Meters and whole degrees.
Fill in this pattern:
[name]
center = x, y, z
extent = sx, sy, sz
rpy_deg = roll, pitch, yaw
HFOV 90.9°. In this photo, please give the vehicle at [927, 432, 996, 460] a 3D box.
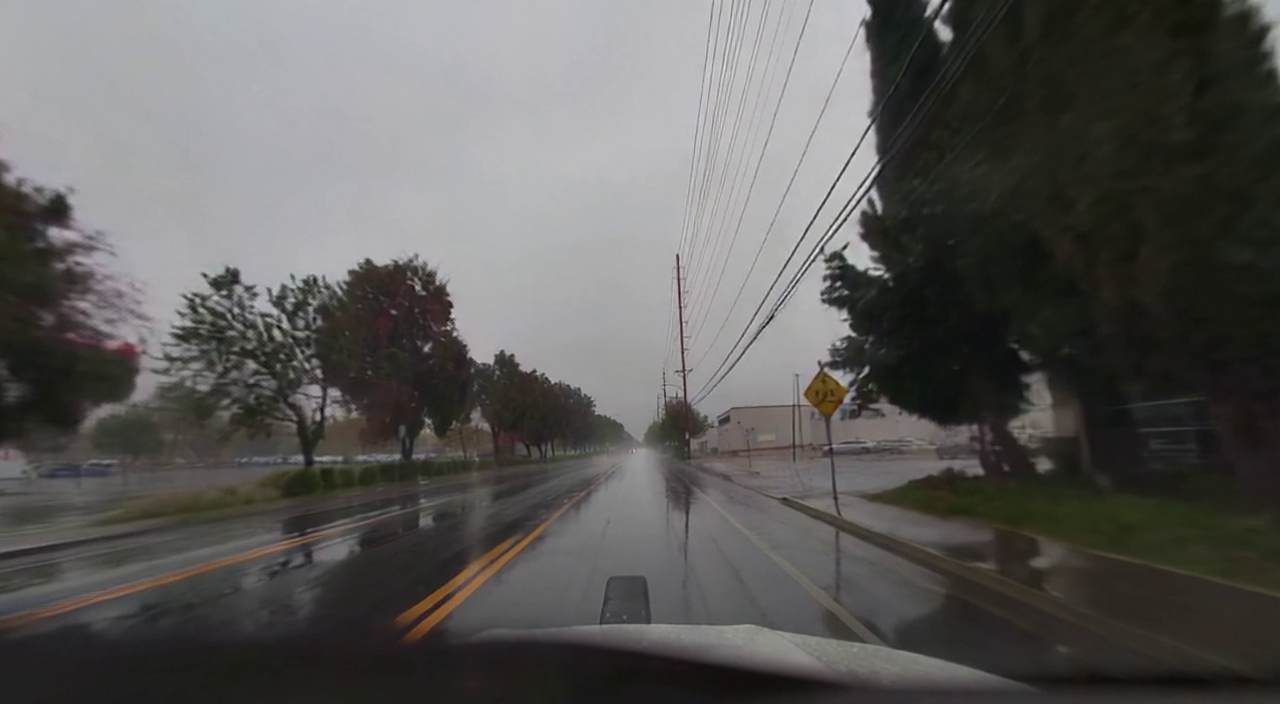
[vehicle]
center = 18.729, 5.501, 36.905
extent = 1.875, 1.440, 3.925
rpy_deg = -4, -8, -1
